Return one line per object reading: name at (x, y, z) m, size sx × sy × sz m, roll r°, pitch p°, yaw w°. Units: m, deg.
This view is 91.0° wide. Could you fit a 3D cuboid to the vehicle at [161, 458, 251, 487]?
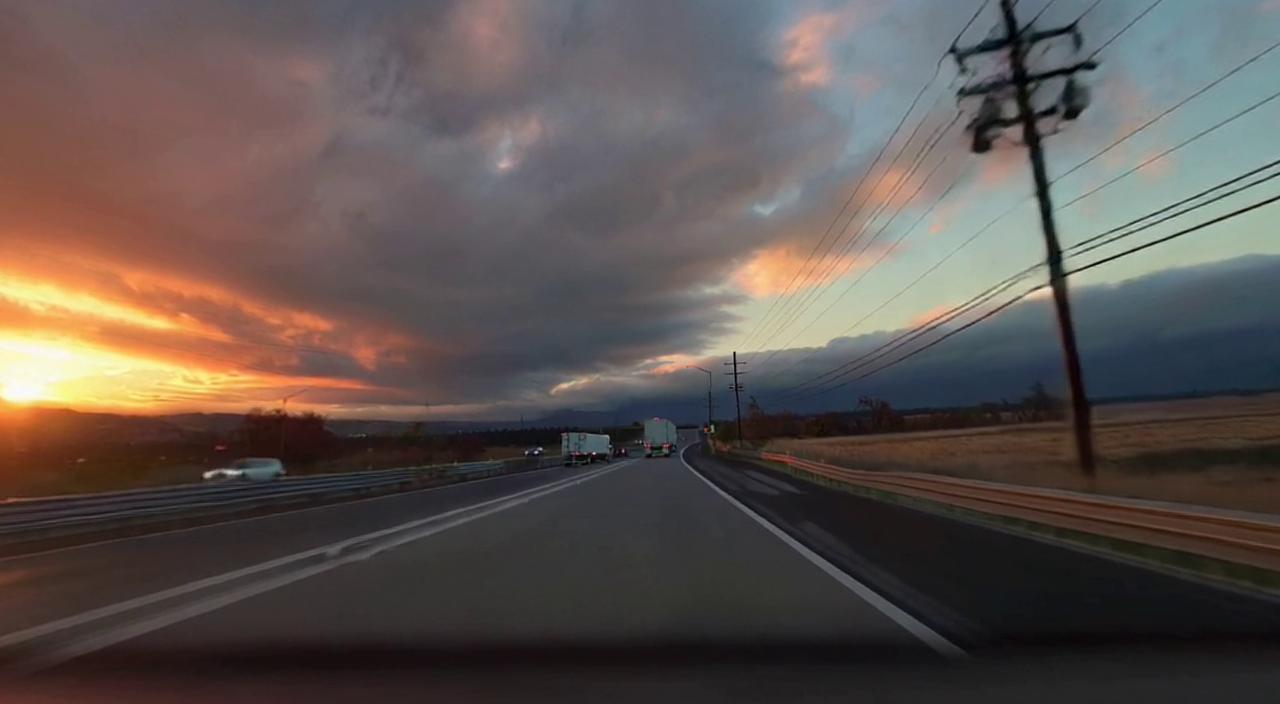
vehicle at (-25.887, 7.195, 37.784) m, size 1.863 × 1.499 × 4.411 m, roll -1°, pitch -9°, yaw 7°
